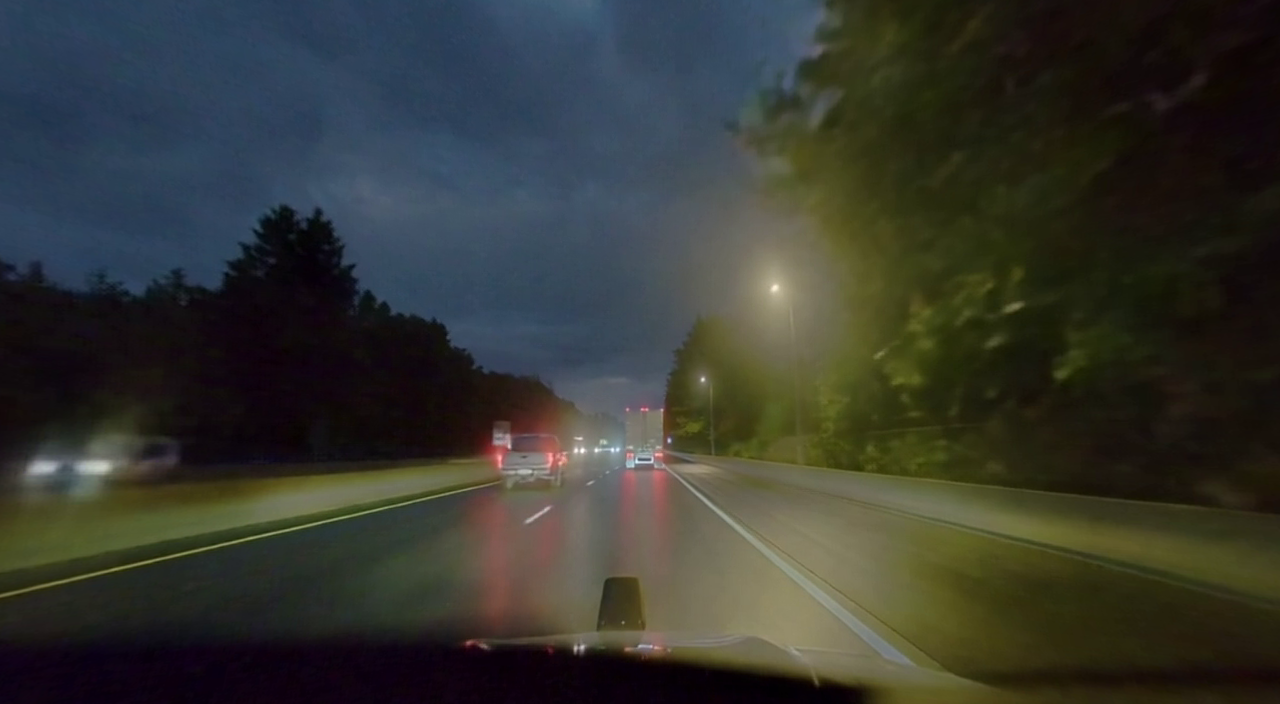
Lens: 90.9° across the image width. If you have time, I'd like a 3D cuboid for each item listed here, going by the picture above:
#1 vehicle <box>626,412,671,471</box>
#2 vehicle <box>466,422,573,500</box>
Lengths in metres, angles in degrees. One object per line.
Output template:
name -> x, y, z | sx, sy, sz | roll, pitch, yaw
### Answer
vehicle -> 0.593, 6.840, 47.869 | 3.024, 3.965, 10.399 | 0, -9, 0
vehicle -> -3.663, 3.466, 20.414 | 2.283, 2.156, 5.546 | 0, -9, 1
